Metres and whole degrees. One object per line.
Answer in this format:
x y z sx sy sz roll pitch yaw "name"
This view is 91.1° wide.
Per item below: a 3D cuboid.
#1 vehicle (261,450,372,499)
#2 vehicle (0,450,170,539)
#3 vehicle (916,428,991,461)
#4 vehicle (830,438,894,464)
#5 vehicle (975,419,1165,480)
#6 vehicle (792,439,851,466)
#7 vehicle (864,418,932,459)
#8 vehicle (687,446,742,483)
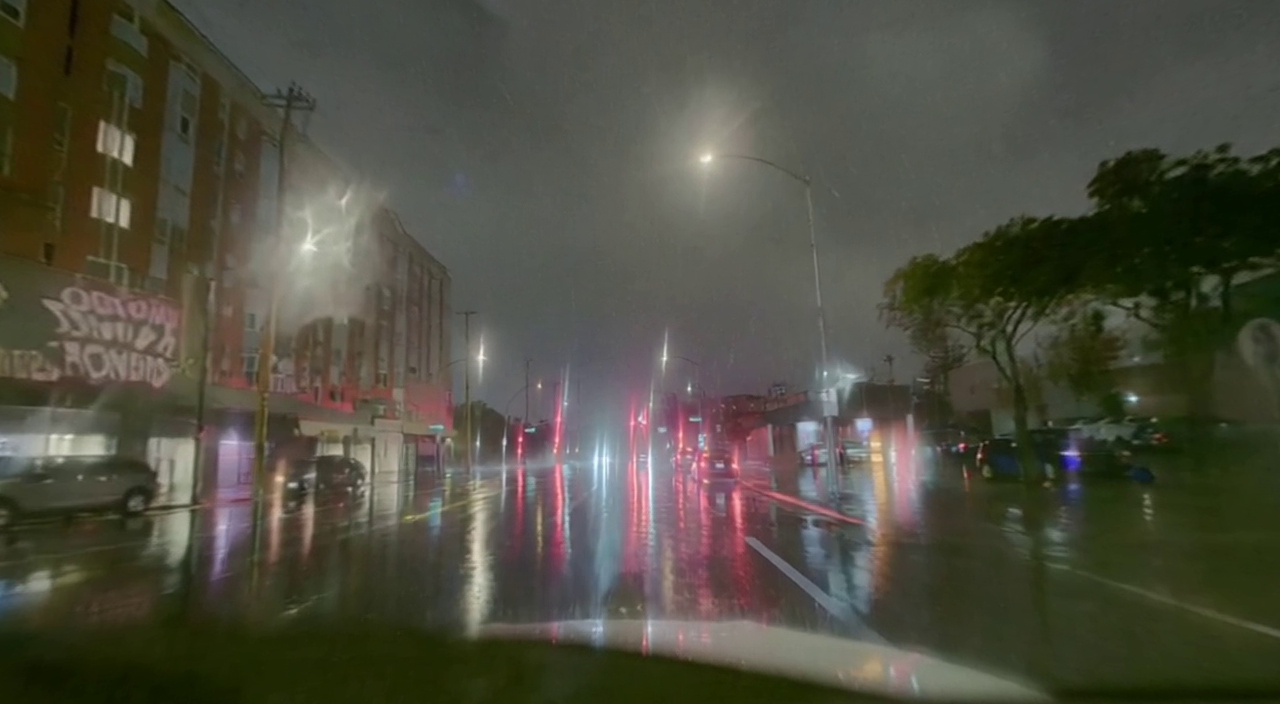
-15.230 5.757 30.049 2.048 1.814 5.998 -6 -8 1 "vehicle"
-15.241 3.488 15.914 2.107 1.914 5.567 0 -8 3 "vehicle"
18.289 5.460 36.866 2.002 1.731 4.413 -2 -9 -1 "vehicle"
13.355 5.978 38.073 1.819 1.450 4.707 1 -8 -4 "vehicle"
12.466 2.838 18.478 4.312 1.578 2.006 -5 -10 34 "vehicle"
11.002 6.095 38.432 1.956 1.514 4.862 1 -8 -3 "vehicle"
15.692 5.320 38.488 1.969 2.282 4.731 1 -8 -2 "vehicle"
3.366 5.140 29.076 2.062 1.535 4.206 0 -8 0 "vehicle"
